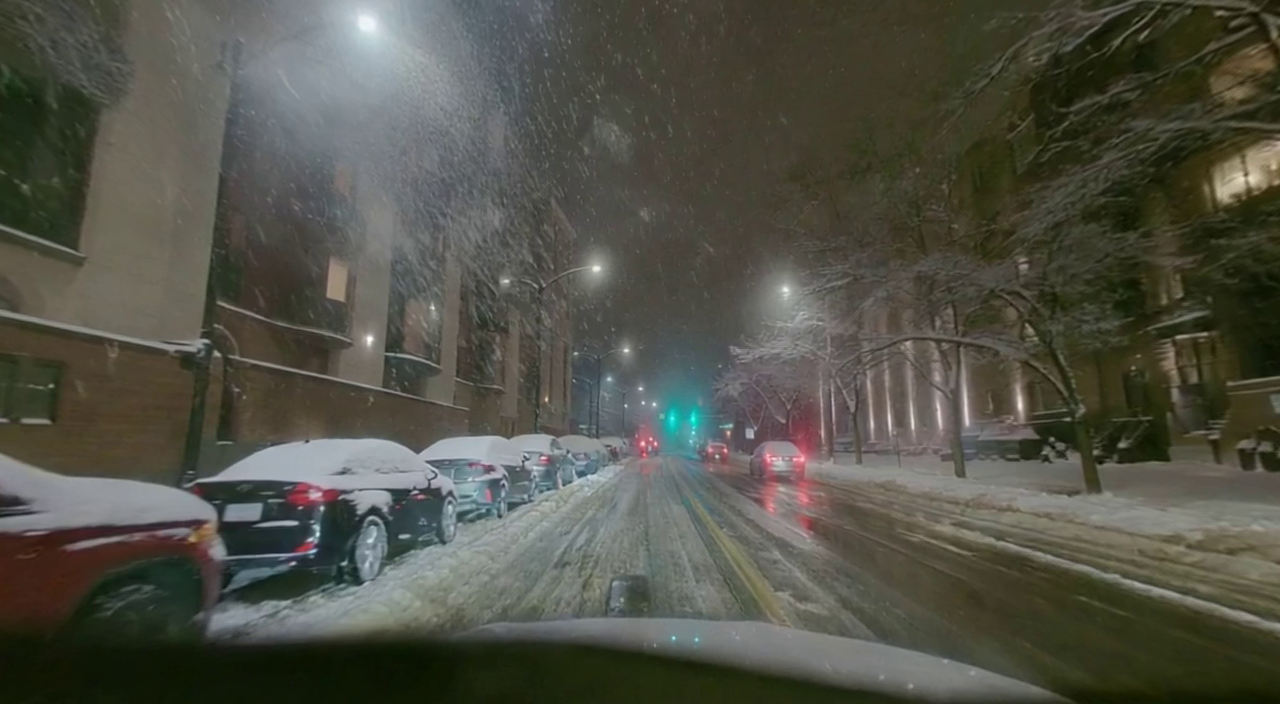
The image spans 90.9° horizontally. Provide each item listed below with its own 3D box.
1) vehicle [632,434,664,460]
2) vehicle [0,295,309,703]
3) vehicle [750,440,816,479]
[{"bbox_3d":[0.621,6.752,44.820,2.122,1.689,3.885,-1,-8,2],"label":"vehicle"},{"bbox_3d":[-3.164,0.568,1.289,2.096,1.709,4.989,-1,-9,2],"label":"vehicle"},{"bbox_3d":[5.753,4.341,25.760,1.799,1.463,3.464,0,-8,-1],"label":"vehicle"}]
